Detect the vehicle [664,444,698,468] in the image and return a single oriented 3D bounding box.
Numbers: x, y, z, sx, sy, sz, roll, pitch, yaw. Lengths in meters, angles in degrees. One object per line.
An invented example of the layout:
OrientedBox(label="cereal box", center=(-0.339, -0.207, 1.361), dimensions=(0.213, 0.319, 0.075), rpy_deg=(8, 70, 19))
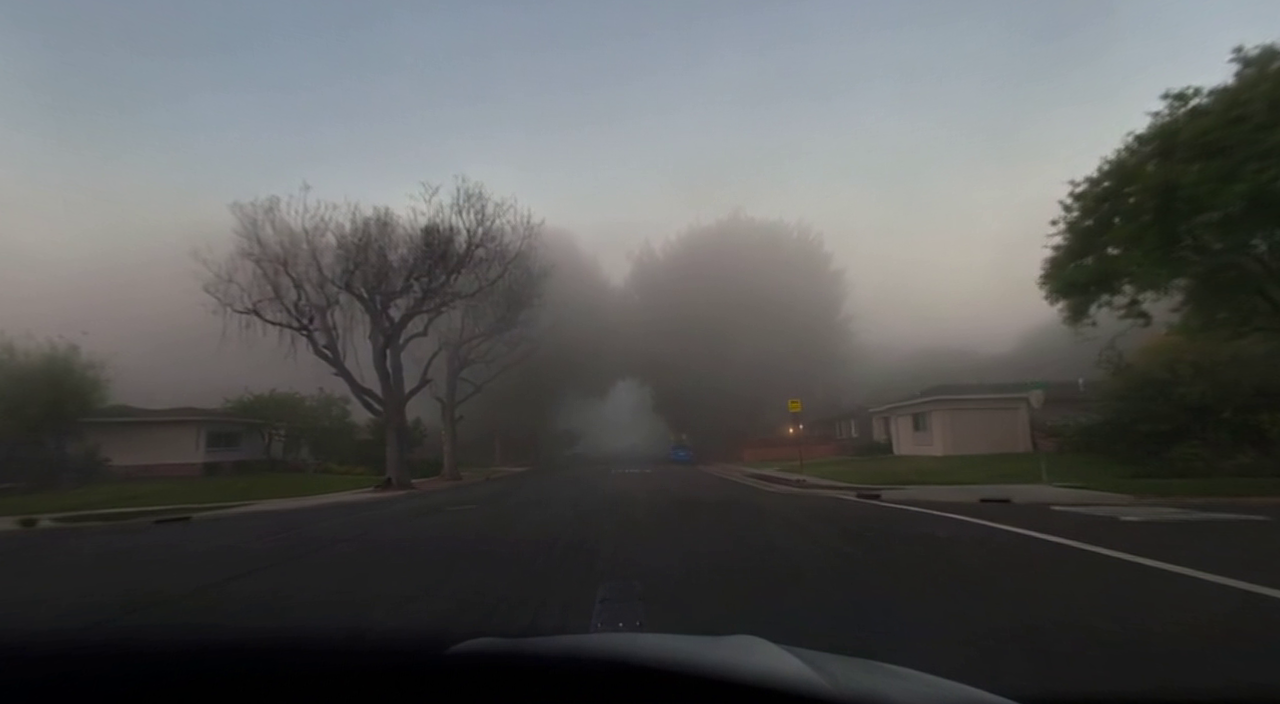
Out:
OrientedBox(label="vehicle", center=(2.893, 7.432, 45.337), dimensions=(2.114, 1.633, 4.042), rpy_deg=(0, -8, 0))
